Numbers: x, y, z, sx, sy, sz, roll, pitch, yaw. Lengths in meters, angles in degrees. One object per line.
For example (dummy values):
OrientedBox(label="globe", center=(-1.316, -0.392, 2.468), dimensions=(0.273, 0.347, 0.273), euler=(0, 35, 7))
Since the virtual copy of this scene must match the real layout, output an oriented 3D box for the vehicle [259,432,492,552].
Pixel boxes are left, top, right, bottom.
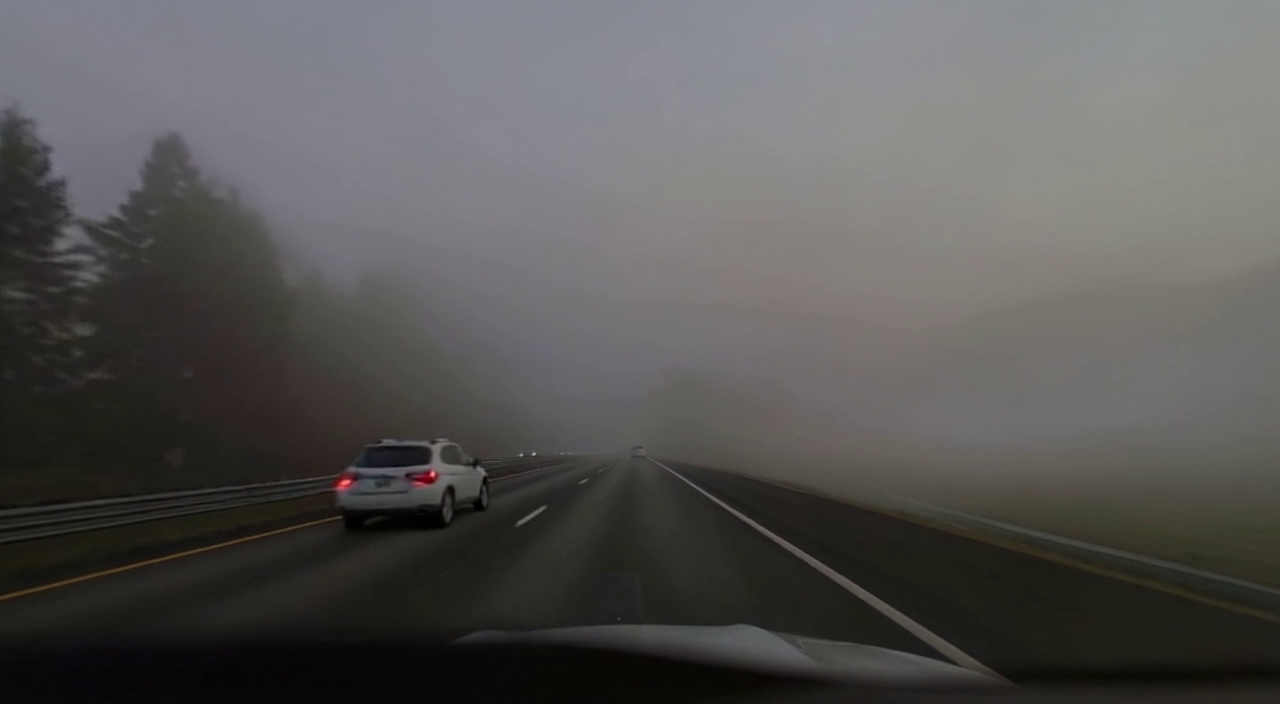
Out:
OrientedBox(label="vehicle", center=(-4.135, 2.258, 10.897), dimensions=(1.958, 1.587, 4.801), euler=(0, -9, 0))
